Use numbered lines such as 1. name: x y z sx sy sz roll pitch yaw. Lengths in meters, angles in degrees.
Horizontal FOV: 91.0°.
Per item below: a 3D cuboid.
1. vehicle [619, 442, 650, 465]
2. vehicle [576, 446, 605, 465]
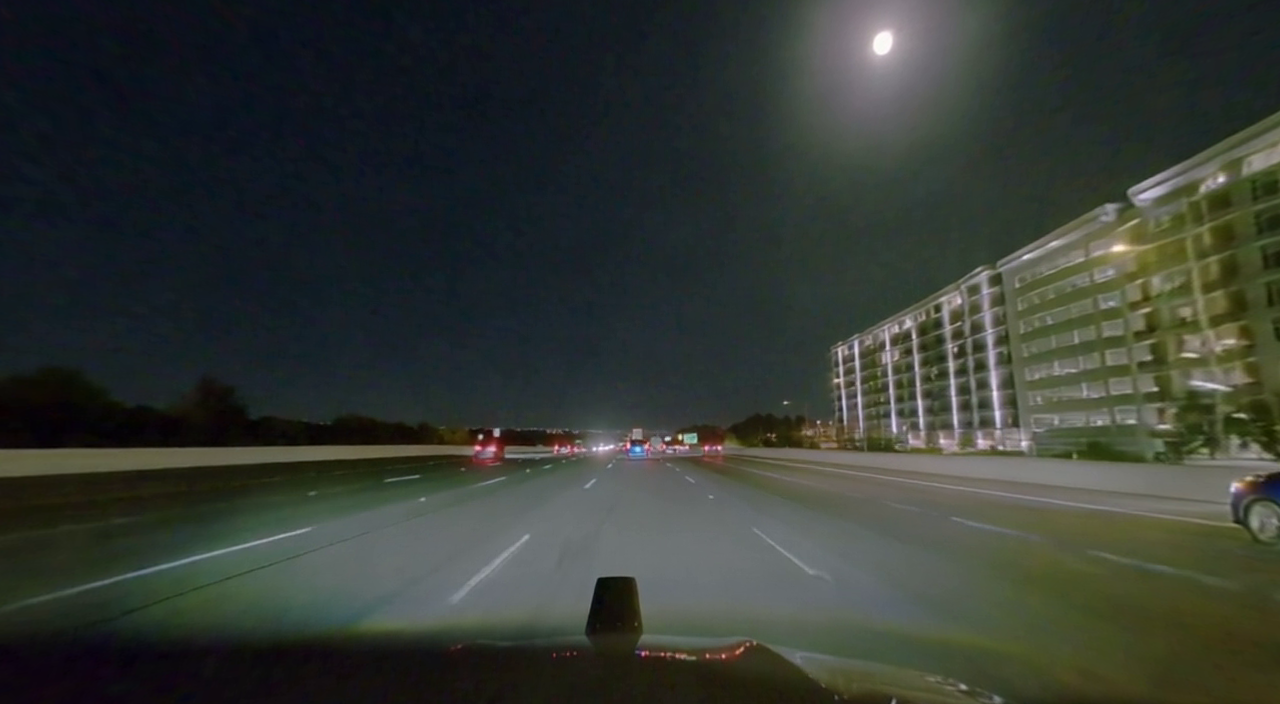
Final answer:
1. vehicle: -0.349 7.039 43.920 2.036 1.542 3.891 0 -8 0
2. vehicle: -3.670 7.693 47.069 1.825 1.347 3.773 0 -8 0
